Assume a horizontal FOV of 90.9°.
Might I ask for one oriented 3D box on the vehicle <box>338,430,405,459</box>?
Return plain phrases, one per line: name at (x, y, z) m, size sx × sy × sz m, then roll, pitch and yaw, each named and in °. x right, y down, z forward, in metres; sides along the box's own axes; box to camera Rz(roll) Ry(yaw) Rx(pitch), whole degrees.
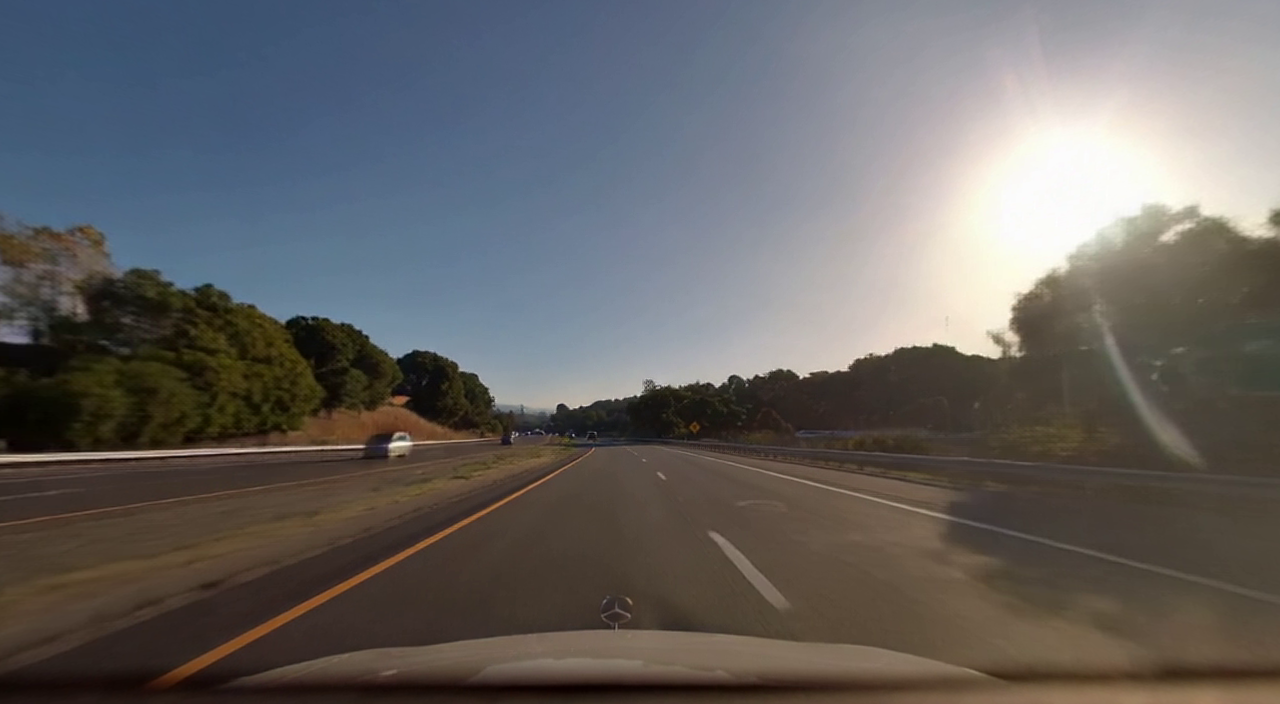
vehicle at (-14.795, 5.104, 34.979) m, size 1.833 × 1.495 × 4.497 m, roll 0°, pitch -8°, yaw -2°
